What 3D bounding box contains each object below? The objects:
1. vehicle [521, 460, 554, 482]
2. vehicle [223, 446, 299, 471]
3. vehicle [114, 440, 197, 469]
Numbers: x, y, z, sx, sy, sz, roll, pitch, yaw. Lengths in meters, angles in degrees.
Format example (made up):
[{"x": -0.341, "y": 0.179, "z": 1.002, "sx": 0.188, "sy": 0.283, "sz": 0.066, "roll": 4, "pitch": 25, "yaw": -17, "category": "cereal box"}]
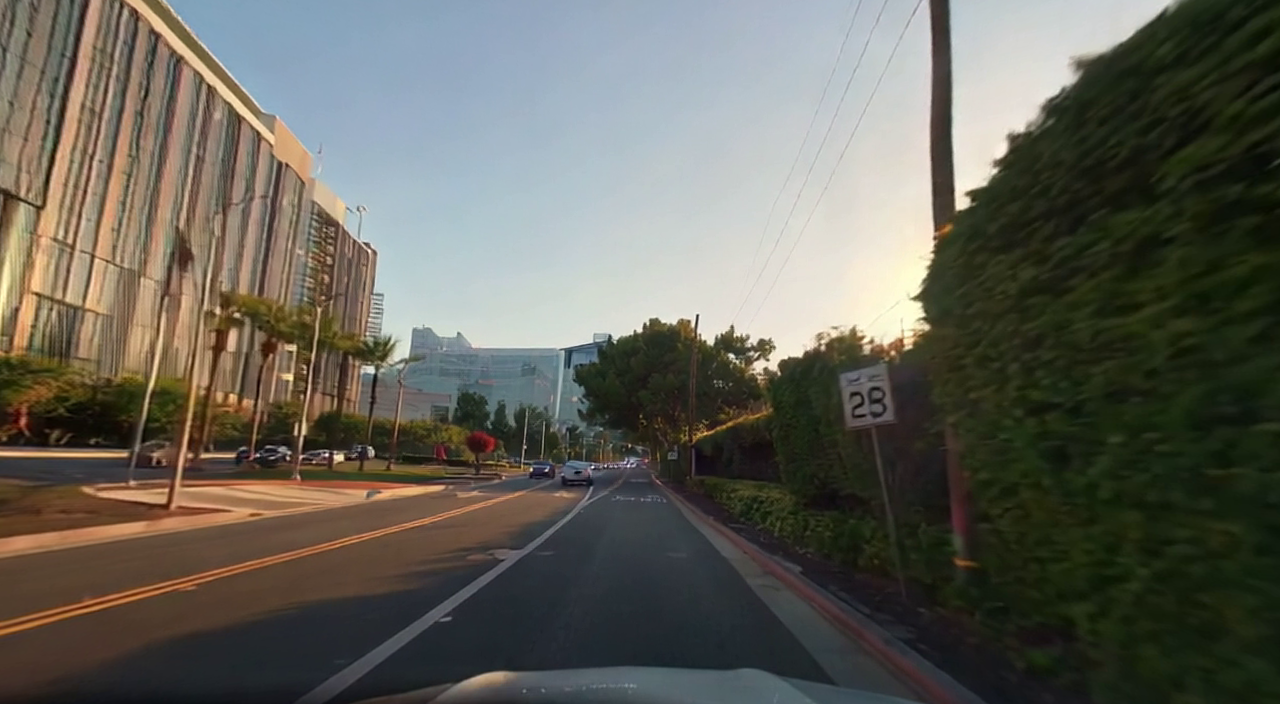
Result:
[{"x": -7.685, "y": 9.013, "z": 47.555, "sx": 1.922, "sy": 1.540, "sz": 3.771, "roll": 1, "pitch": -10, "yaw": -1, "category": "vehicle"}, {"x": -26.569, "y": 7.479, "z": 44.028, "sx": 4.630, "sy": 1.710, "sz": 2.035, "roll": -4, "pitch": -11, "yaw": 23, "category": "vehicle"}, {"x": -28.817, "y": 6.134, "z": 37.396, "sx": 3.973, "sy": 1.647, "sz": 1.896, "roll": -3, "pitch": -11, "yaw": 19, "category": "vehicle"}]
